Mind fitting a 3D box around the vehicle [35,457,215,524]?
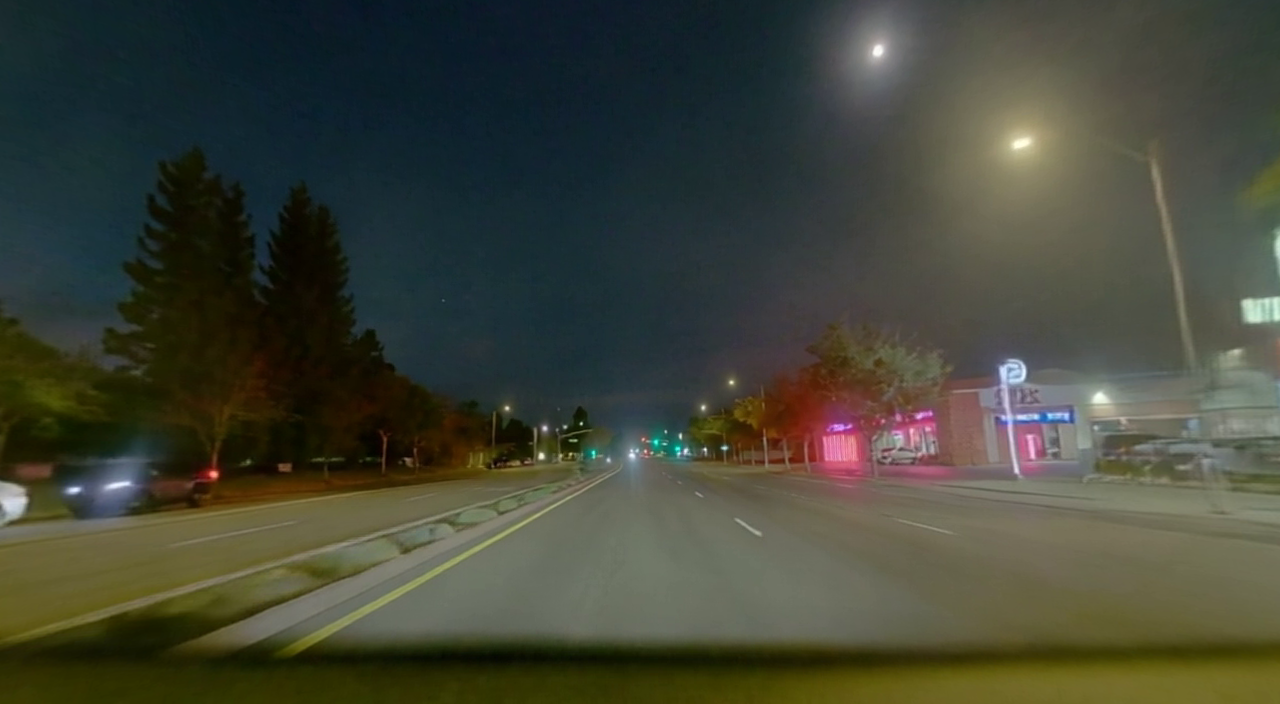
[{"bbox_3d":[-16.886,4.506,21.153,1.993,1.887,4.722,-1,-9,0],"label":"vehicle"}]
